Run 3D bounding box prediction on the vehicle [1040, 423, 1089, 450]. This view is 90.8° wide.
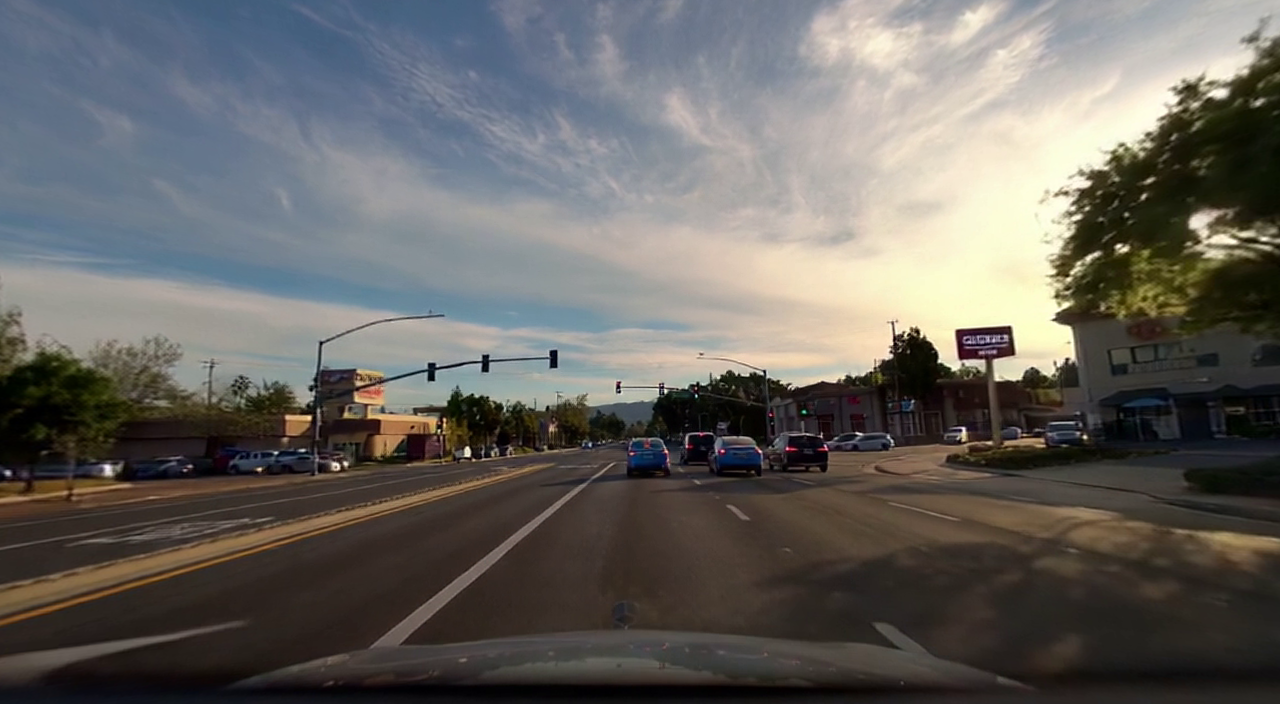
[{"bbox_3d":[26.019,5.253,38.857,2.222,1.538,4.817,-5,-10,31],"label":"vehicle"}]

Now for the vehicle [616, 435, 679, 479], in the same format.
[{"bbox_3d":[0.224,3.888,23.657,2.135,1.468,4.076,0,-8,-1],"label":"vehicle"}]

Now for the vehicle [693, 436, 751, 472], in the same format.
[{"bbox_3d":[3.634,4.606,28.810,1.889,1.473,4.643,0,-8,-1],"label":"vehicle"}]

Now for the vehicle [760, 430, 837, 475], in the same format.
[{"bbox_3d":[6.540,4.203,26.570,2.009,1.700,4.275,0,-8,-1],"label":"vehicle"}]

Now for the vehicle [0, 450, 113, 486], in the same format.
[{"bbox_3d":[-31.290,6.138,33.617,4.471,1.829,2.071,0,-8,-2],"label":"vehicle"}]
